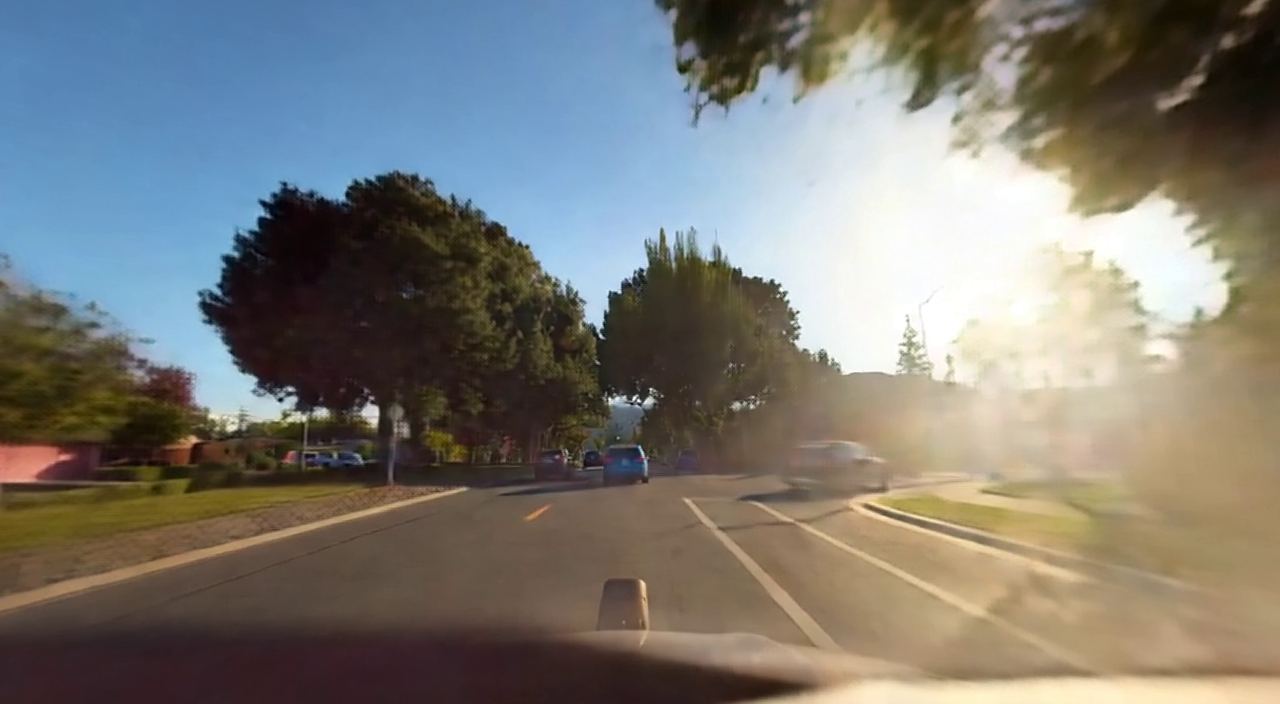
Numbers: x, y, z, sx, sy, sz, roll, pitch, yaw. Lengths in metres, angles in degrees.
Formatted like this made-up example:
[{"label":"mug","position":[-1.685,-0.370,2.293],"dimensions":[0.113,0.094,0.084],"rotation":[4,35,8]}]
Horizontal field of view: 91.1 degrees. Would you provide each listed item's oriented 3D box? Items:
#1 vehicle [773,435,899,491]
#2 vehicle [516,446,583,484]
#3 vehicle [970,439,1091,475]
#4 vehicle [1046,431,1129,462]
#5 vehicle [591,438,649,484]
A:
[{"label":"vehicle","position":[6.819,3.739,21.515],"dimensions":[2.192,1.677,4.820],"rotation":[-8,-12,42]},{"label":"vehicle","position":[-3.648,4.636,26.181],"dimensions":[2.032,1.433,4.458],"rotation":[0,-9,1]},{"label":"vehicle","position":[18.990,5.136,30.684],"dimensions":[4.532,1.674,2.051],"rotation":[0,-9,-2]},{"label":"vehicle","position":[26.575,5.632,37.433],"dimensions":[1.838,1.770,4.201],"rotation":[0,-9,1]},{"label":"vehicle","position":[-0.725,4.477,26.032],"dimensions":[2.220,1.742,4.047],"rotation":[0,-9,1]}]
